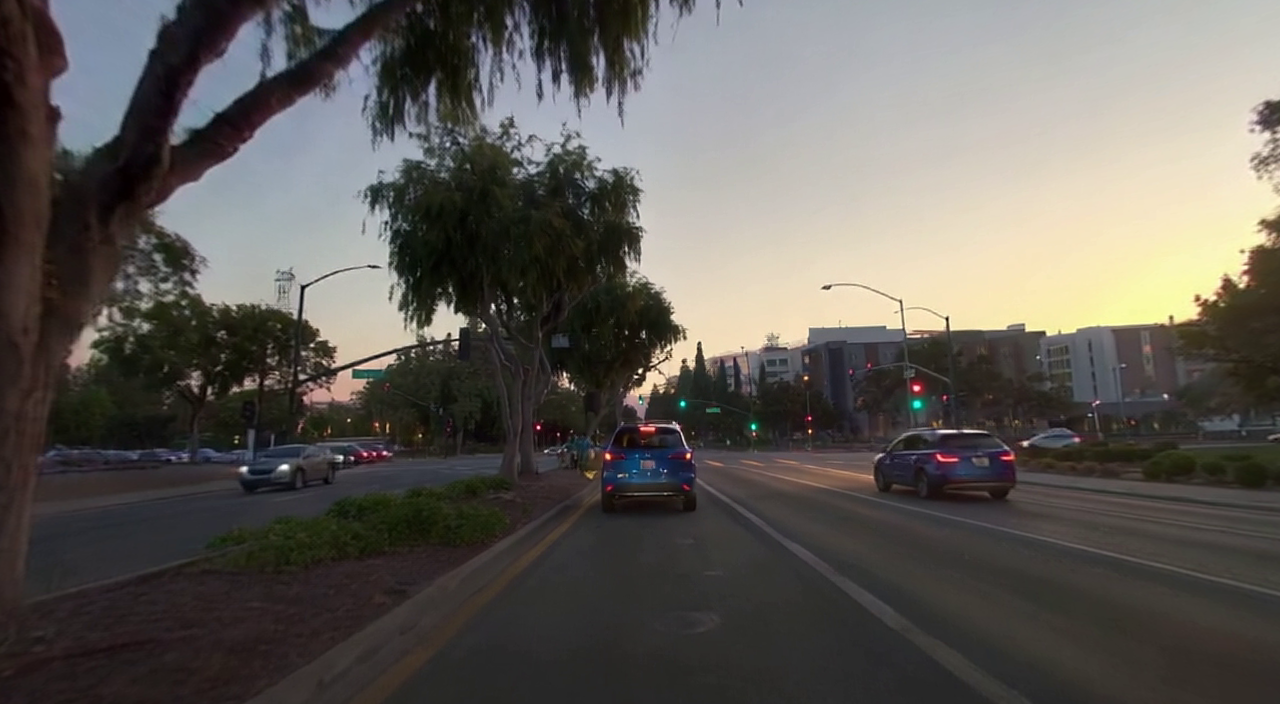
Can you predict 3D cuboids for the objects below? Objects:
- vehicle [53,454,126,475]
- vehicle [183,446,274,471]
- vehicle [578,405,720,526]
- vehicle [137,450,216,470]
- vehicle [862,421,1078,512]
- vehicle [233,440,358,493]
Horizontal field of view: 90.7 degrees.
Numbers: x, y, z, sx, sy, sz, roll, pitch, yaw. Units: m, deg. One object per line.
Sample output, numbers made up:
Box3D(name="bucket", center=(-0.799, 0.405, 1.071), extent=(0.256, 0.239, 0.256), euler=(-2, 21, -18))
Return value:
Box3D(name="vehicle", center=(-40.057, 8.190, 46.132), extent=(3.386, 1.456, 2.024), euler=(0, -9, 0))
Box3D(name="vehicle", center=(-30.081, 7.778, 46.319), extent=(5.244, 1.715, 1.950), euler=(0, -9, 1))
Box3D(name="vehicle", center=(0.207, 2.187, 12.611), extent=(2.267, 1.926, 4.708), euler=(0, -9, 2))
Box3D(name="vehicle", center=(-36.283, 8.466, 49.581), extent=(4.647, 1.484, 1.893), euler=(0, -9, 1))
Box3D(name="vehicle", center=(7.043, 2.510, 14.248), extent=(2.447, 1.707, 4.396), euler=(0, -9, 0))
Box3D(name="vehicle", center=(-11.738, 3.912, 21.974), extent=(2.209, 1.627, 4.582), euler=(1, -9, -7))
